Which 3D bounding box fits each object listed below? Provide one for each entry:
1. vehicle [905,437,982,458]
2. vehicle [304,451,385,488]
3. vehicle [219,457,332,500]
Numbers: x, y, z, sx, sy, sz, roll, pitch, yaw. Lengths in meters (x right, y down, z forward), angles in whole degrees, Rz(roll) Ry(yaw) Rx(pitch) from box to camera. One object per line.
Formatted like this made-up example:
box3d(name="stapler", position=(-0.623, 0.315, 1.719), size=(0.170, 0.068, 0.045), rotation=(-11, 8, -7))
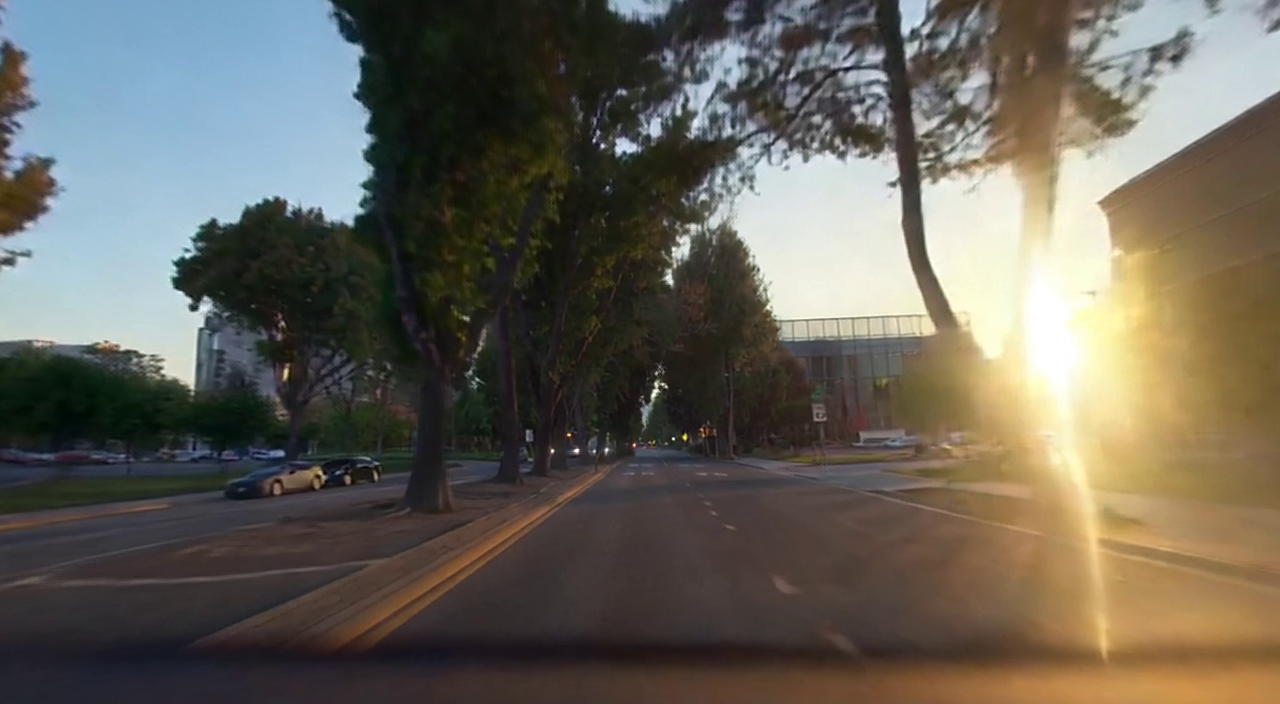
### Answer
box3d(name="vehicle", position=(21.419, 6.764, 44.577), size=(4.404, 1.440, 1.900), rotation=(0, -8, 0))
box3d(name="vehicle", position=(-13.961, 5.564, 30.070), size=(1.816, 1.567, 3.957), rotation=(-1, -8, 2))
box3d(name="vehicle", position=(-14.036, 4.868, 24.587), size=(1.835, 1.434, 4.325), rotation=(0, -8, 0))
